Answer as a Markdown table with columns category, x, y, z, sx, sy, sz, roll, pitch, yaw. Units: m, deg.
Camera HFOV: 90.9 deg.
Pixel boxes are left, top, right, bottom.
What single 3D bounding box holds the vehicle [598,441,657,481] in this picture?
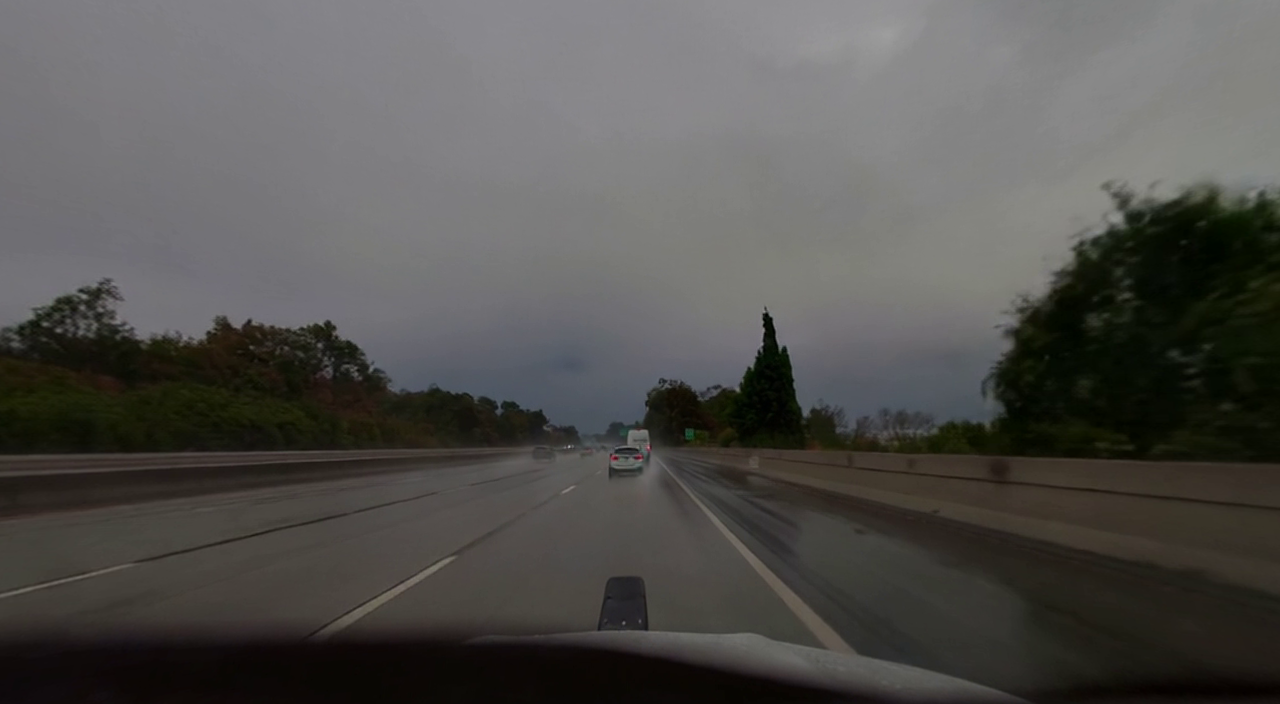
| category | x | y | z | sx | sy | sz | roll | pitch | yaw |
| --- | --- | --- | --- | --- | --- | --- | --- | --- | --- |
| vehicle | -0.469 | 4.422 | 25.781 | 2.238 | 1.479 | 3.672 | 0 | -9 | 0 |
